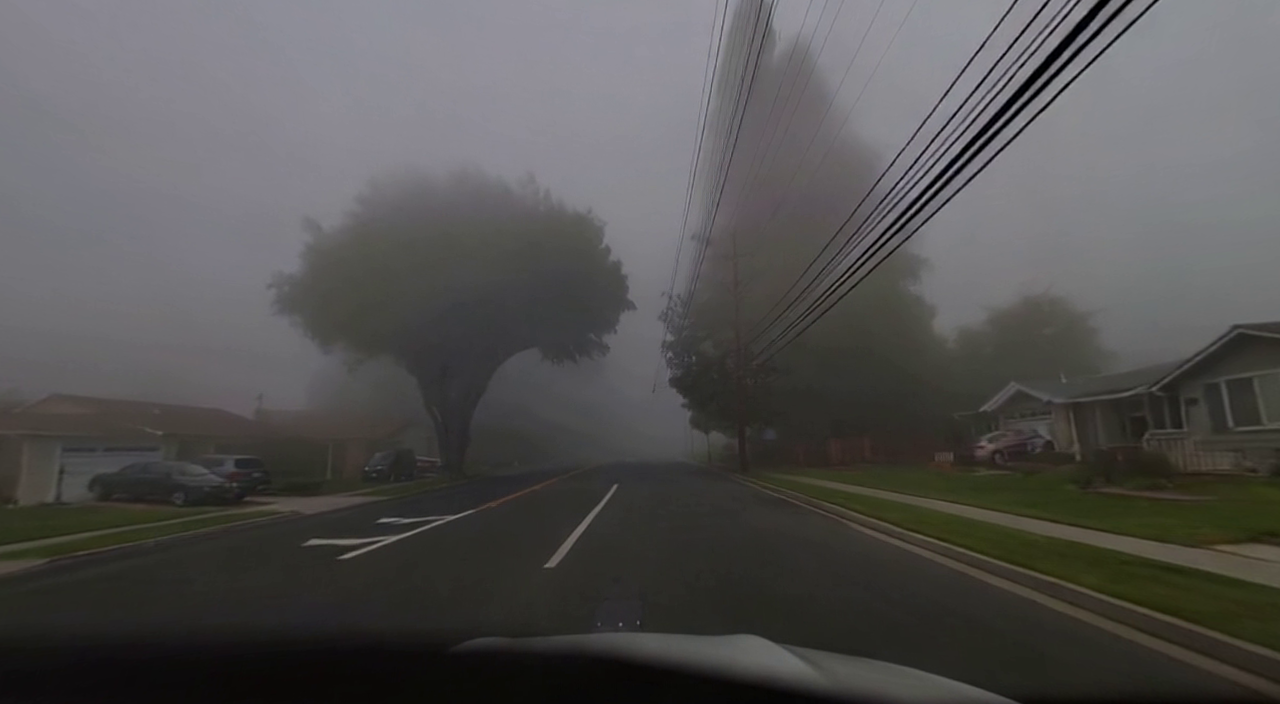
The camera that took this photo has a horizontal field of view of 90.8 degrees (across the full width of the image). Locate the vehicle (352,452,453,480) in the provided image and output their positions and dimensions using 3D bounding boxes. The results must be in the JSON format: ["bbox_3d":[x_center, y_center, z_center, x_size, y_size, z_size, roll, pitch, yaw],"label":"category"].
[{"bbox_3d":[-12.826,6.138,34.219,4.718,1.454,1.843,-1,-9,5],"label":"vehicle"}]

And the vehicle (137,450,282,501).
[{"bbox_3d":[-15.335,4.386,22.912,1.816,1.614,4.866,0,-9,0],"label":"vehicle"}]

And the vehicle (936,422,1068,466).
[{"bbox_3d":[14.465,3.714,25.414,4.078,1.516,1.798,-3,-9,2],"label":"vehicle"}]

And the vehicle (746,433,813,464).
[{"bbox_3d":[10.568,7.353,48.271,4.574,1.699,2.093,-8,-8,5],"label":"vehicle"}]
